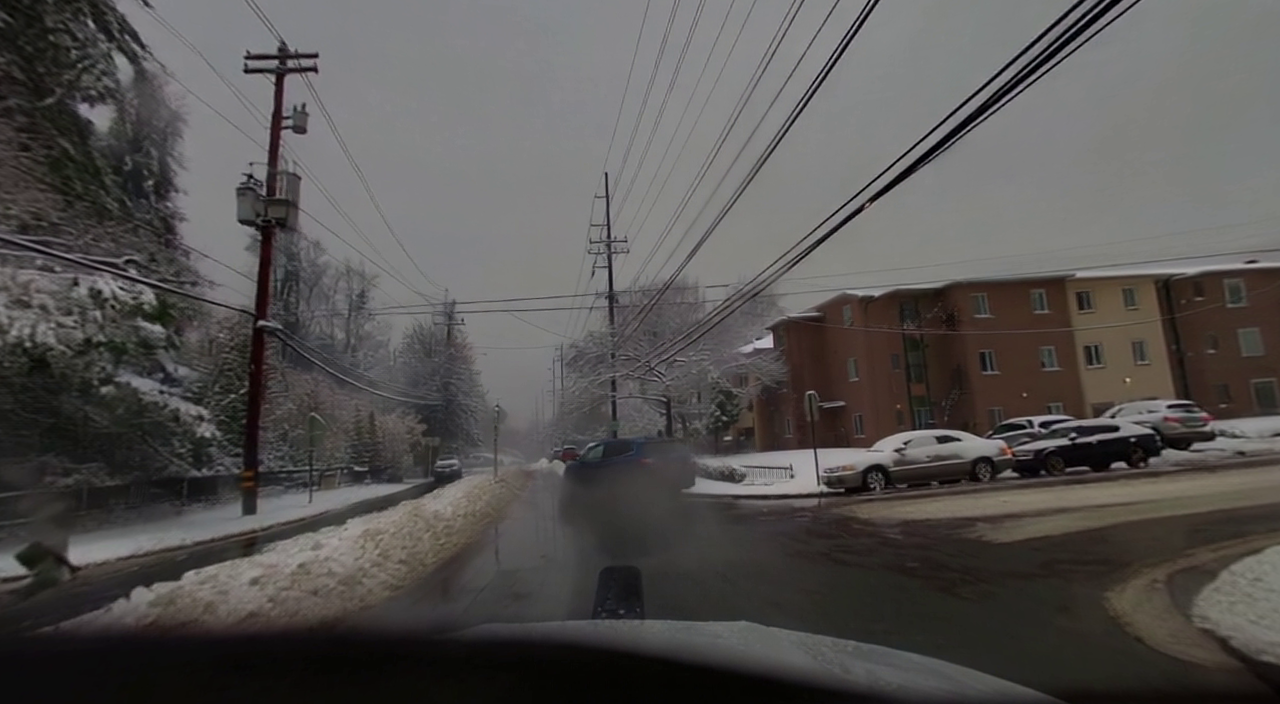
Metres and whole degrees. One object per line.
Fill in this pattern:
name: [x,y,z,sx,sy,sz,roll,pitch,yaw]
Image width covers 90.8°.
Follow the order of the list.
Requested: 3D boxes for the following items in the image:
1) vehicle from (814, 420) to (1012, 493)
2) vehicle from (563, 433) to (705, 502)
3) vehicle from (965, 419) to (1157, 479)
vehicle: [7.893,3.061,18.475,4.877,1.755,1.918,-1,-11,-11]
vehicle: [-0.340,3.586,20.076,2.155,1.872,4.790,6,-11,-35]
vehicle: [12.962,3.017,19.563,4.830,1.490,1.878,-1,-11,-11]
